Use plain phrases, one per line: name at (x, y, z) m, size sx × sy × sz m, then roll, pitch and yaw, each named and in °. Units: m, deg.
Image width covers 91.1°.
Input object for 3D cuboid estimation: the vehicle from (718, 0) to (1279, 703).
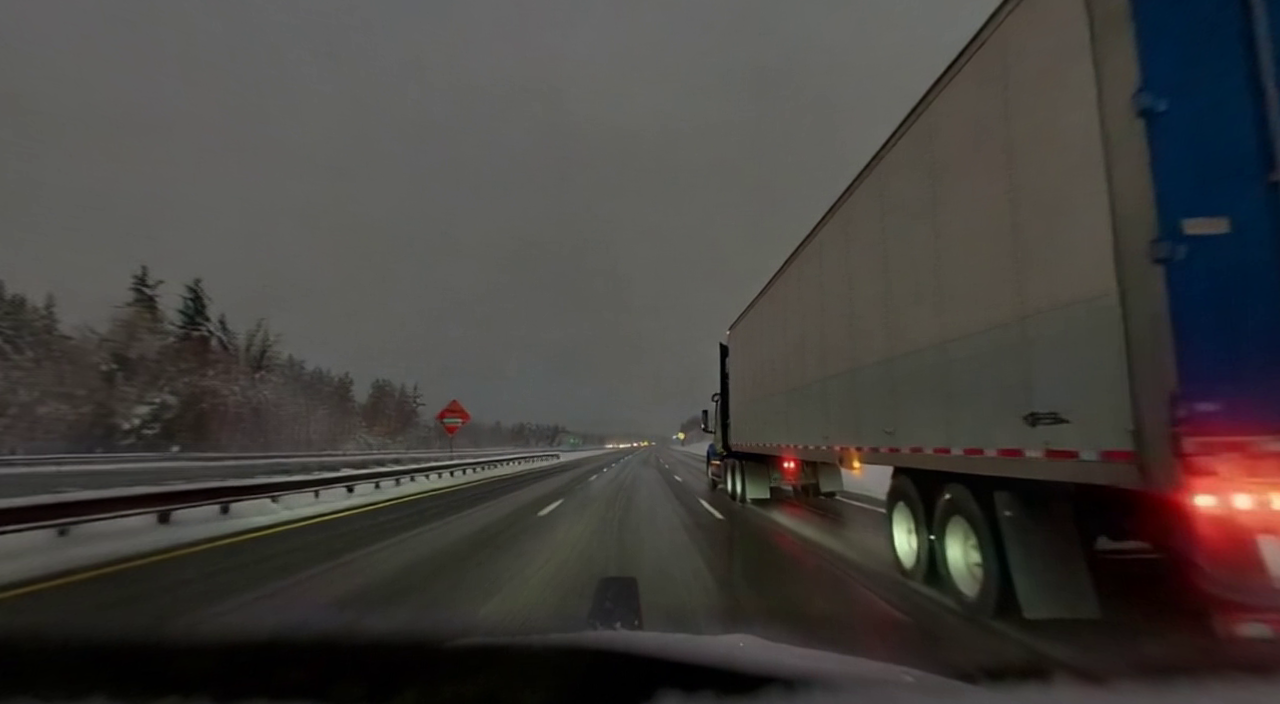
vehicle at (3.806, 0.745, 9.693) m, size 3.244 × 4.020 × 14.561 m, roll 0°, pitch -9°, yaw 0°
